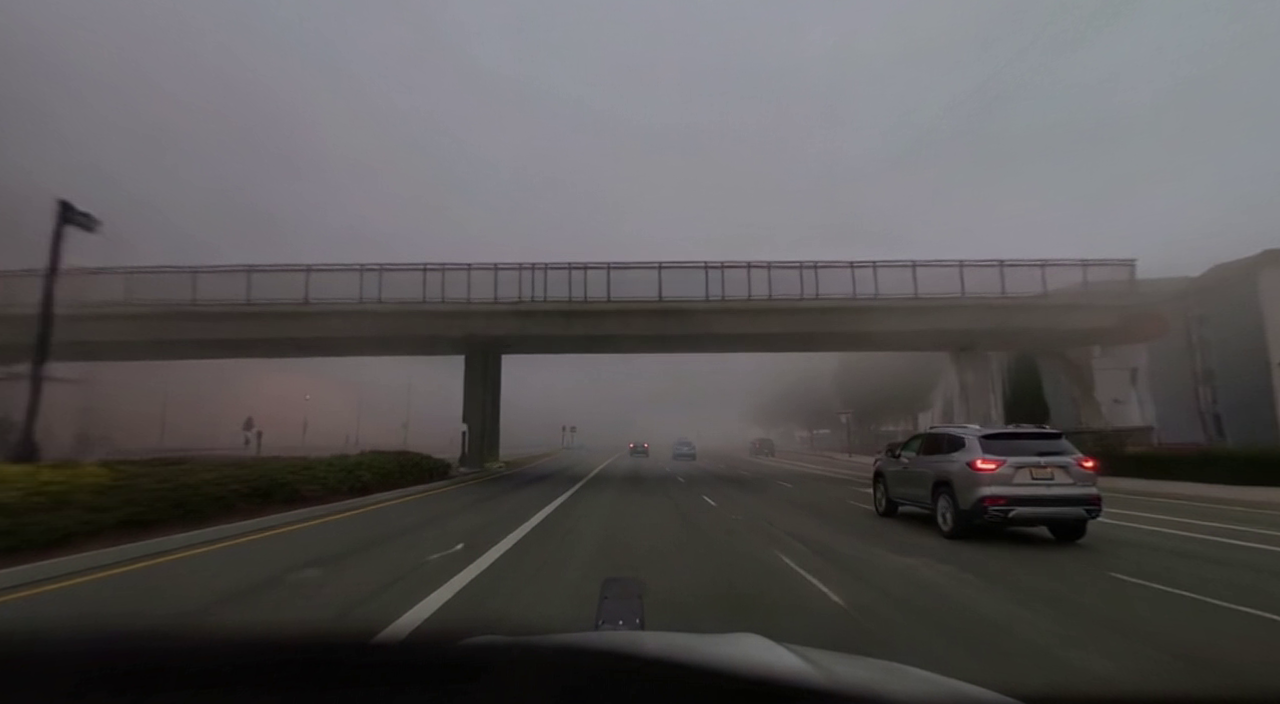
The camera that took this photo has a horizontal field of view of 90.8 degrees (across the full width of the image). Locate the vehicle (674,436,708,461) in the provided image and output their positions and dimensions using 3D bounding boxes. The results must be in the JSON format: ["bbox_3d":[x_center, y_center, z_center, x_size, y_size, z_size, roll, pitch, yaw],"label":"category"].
[{"bbox_3d":[3.654,7.042,46.090,2.165,1.708,3.928,0,-8,0],"label":"vehicle"}]

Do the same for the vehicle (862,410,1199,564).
[{"bbox_3d":[5.281,1.884,9.586,2.130,1.741,4.665,0,-8,1],"label":"vehicle"}]
